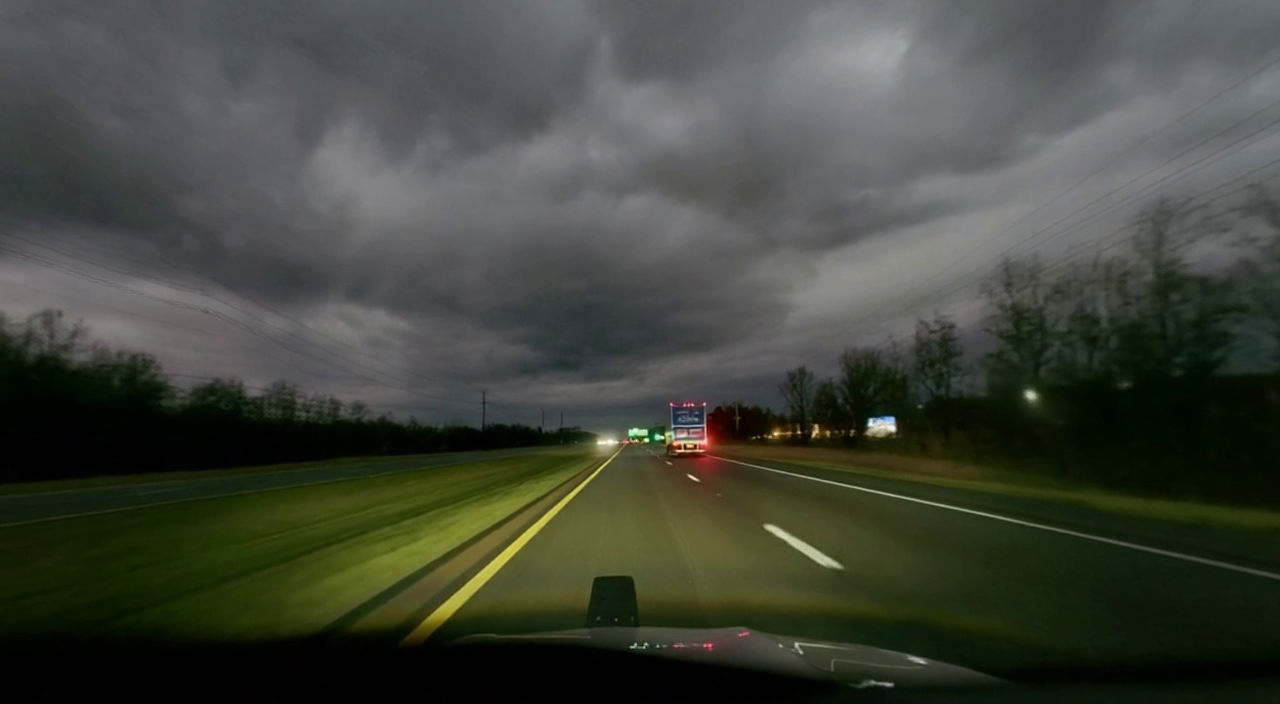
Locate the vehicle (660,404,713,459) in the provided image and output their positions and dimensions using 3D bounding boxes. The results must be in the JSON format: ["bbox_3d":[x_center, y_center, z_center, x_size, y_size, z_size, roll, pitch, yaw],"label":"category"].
[{"bbox_3d":[3.282,5.997,46.891,3.037,3.672,9.136,0,-8,-1],"label":"vehicle"}]
